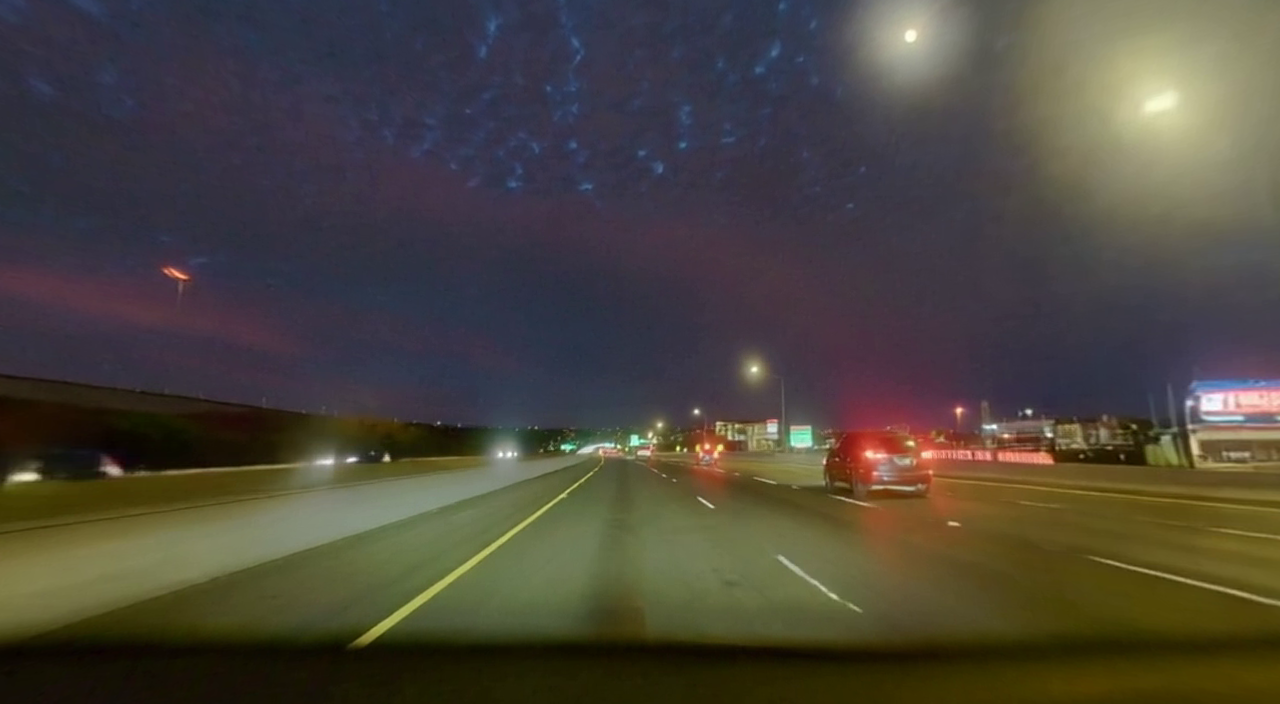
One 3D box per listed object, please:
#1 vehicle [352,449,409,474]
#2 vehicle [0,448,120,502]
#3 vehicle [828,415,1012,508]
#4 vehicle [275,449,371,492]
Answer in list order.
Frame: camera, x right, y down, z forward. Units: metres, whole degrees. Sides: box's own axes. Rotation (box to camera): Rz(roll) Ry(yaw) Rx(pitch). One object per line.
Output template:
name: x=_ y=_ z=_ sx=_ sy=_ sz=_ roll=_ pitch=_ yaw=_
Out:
vehicle: x=-17.906 y=7.539 z=43.829 sx=2.079 sy=1.623 sz=4.775 roll=0 pitch=-9 yaw=-2
vehicle: x=-20.348 y=4.042 z=21.147 sx=1.987 sy=1.598 sz=4.611 roll=0 pitch=-9 yaw=-1
vehicle: x=6.702 y=2.698 z=15.950 sx=2.181 sy=1.952 sz=4.973 roll=0 pitch=-9 yaw=-2
vehicle: x=-13.855 y=5.150 z=27.944 sx=1.958 sy=1.689 sz=4.544 roll=0 pitch=-9 yaw=-1
